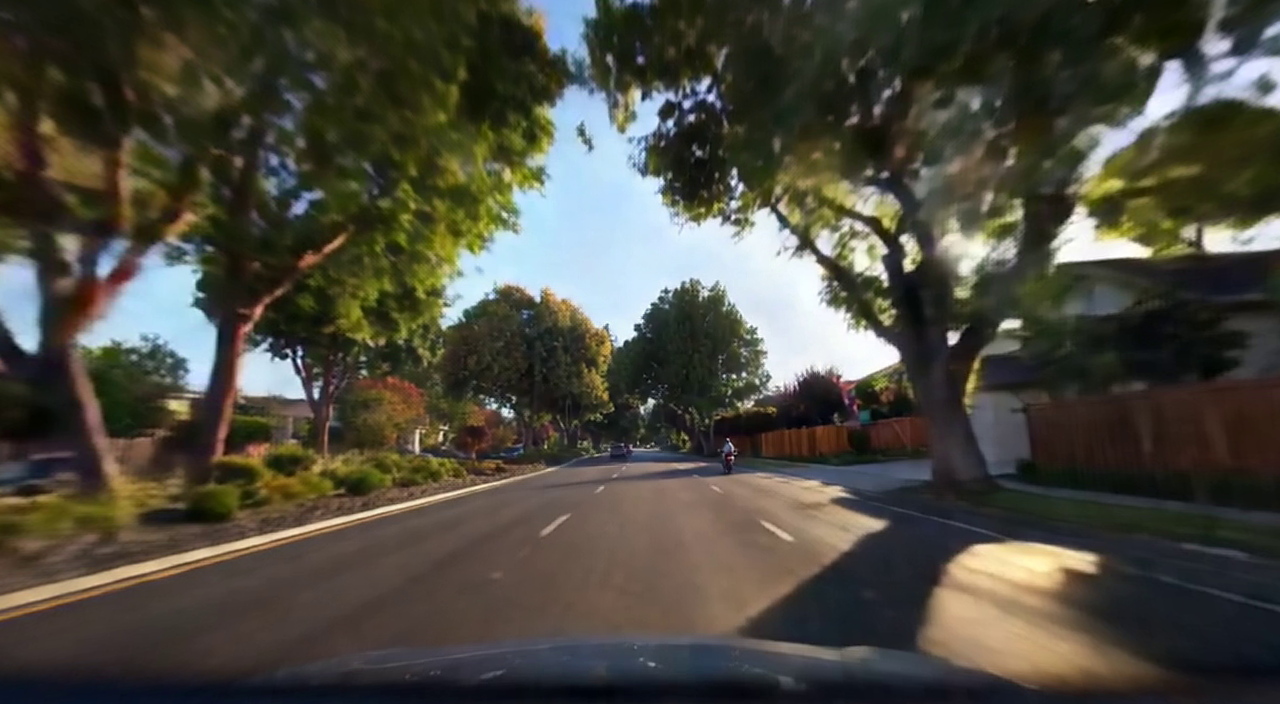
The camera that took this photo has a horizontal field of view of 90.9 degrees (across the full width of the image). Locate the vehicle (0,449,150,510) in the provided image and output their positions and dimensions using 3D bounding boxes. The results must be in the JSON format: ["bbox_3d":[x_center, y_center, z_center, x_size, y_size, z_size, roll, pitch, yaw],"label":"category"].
[{"bbox_3d":[-16.912,3.543,18.031,1.963,1.480,4.659,0,-8,1],"label":"vehicle"}]
